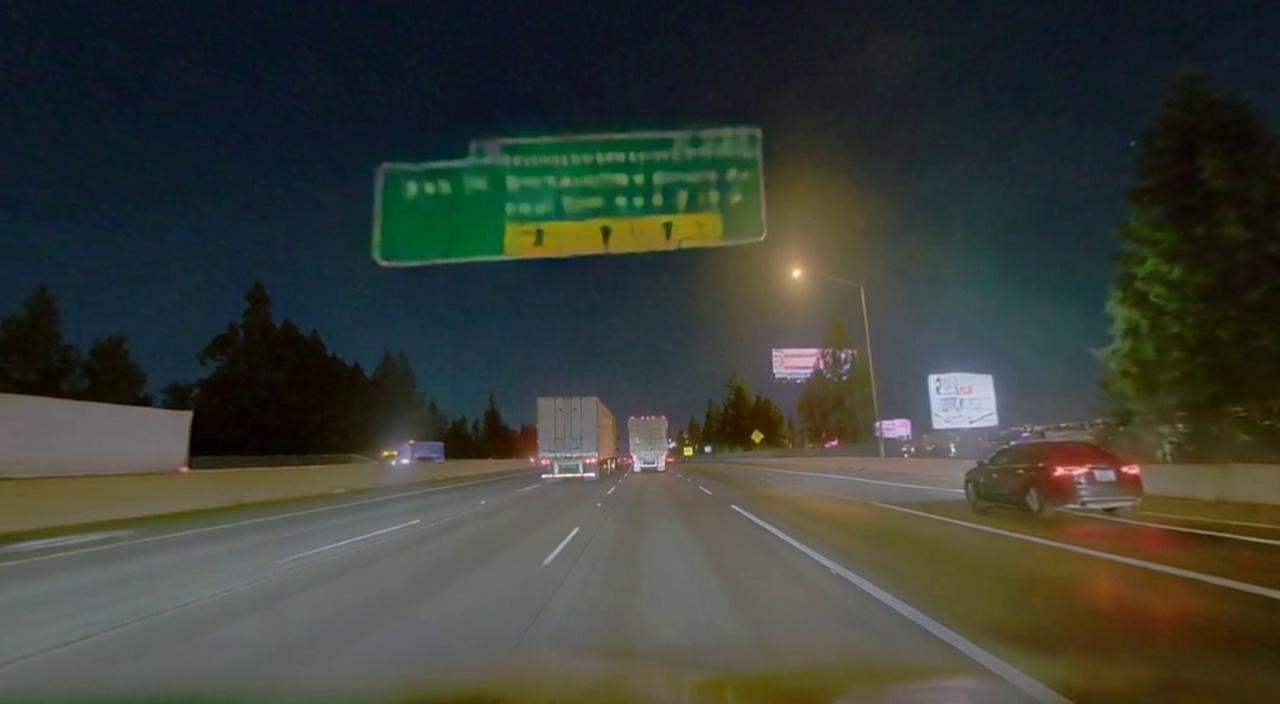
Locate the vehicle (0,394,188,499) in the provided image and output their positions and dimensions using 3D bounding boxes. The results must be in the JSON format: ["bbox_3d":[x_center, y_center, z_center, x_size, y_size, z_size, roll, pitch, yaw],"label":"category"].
[{"bbox_3d":[-25.581,3.773,25.094,2.895,3.951,16.404,-1,-8,1],"label":"vehicle"}]

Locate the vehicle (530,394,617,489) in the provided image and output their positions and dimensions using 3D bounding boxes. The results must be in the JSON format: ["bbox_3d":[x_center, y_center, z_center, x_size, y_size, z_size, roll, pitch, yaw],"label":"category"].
[{"bbox_3d":[-2.980,4.565,32.170,2.962,3.947,11.574,-1,-8,1],"label":"vehicle"}]

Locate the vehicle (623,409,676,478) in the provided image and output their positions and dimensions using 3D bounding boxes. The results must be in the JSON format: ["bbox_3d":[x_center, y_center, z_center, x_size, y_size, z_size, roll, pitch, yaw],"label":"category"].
[{"bbox_3d":[0.593,6.196,42.564,3.054,3.944,11.230,-1,-8,0],"label":"vehicle"}]

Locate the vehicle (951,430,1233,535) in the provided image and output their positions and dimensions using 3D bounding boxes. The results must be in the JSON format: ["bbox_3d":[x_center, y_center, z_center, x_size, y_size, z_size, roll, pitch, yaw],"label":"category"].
[{"bbox_3d":[8.010,2.313,11.871,1.969,1.560,4.394,0,-8,-1],"label":"vehicle"}]
